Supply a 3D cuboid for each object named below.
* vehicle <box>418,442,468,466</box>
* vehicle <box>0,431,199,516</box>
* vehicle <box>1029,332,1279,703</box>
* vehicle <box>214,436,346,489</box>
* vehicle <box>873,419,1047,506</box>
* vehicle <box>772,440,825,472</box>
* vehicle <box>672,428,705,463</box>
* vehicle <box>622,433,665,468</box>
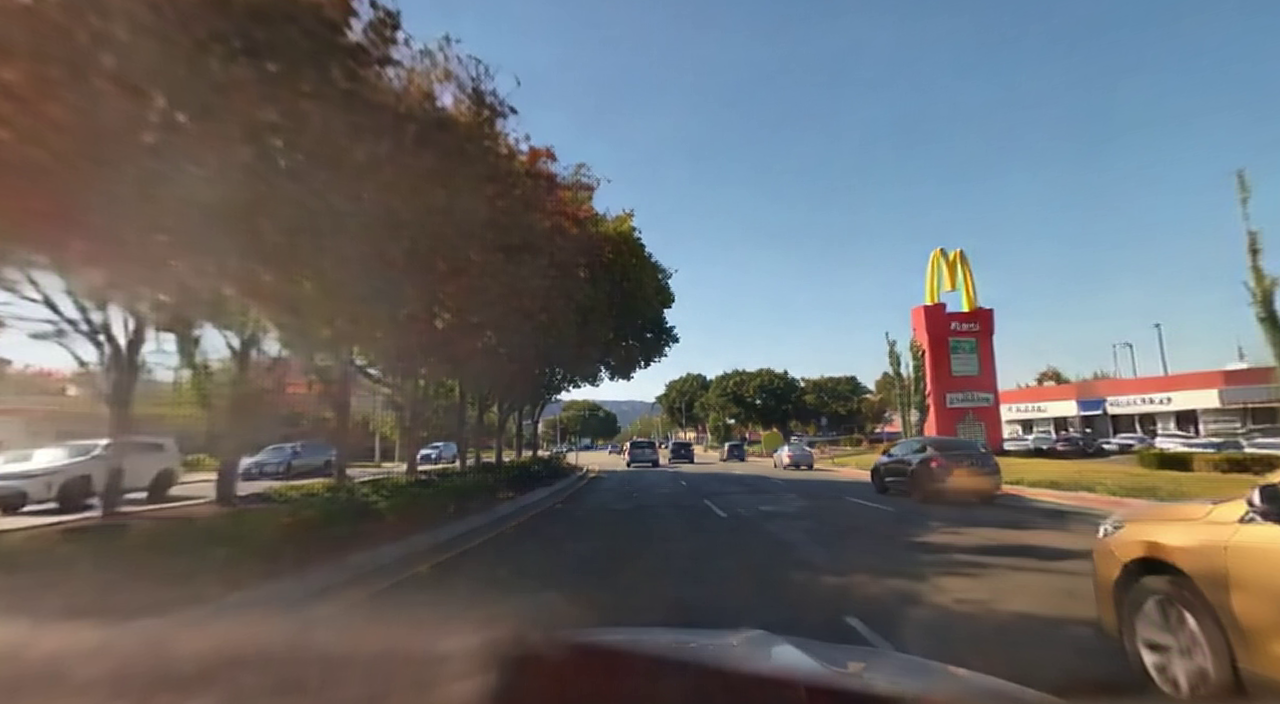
[{"bbox_3d":[-14.486,7.507,46.804,2.136,1.676,4.371,-1,-9,3],"label":"vehicle"},{"bbox_3d":[-14.287,3.038,16.370,2.242,1.836,4.811,0,-9,-1],"label":"vehicle"},{"bbox_3d":[3.542,0.682,1.780,2.076,1.716,4.416,0,-8,1],"label":"vehicle"},{"bbox_3d":[-13.994,4.316,25.022,2.159,1.836,5.038,0,-9,1],"label":"vehicle"},{"bbox_3d":[7.500,2.633,15.421,1.977,1.786,4.344,0,-9,1],"label":"vehicle"},{"bbox_3d":[8.108,5.341,32.616,1.879,1.517,4.006,-1,-9,3],"label":"vehicle"},{"bbox_3d":[3.767,7.359,49.697,2.239,2.586,4.586,0,-8,0],"label":"vehicle"},{"bbox_3d":[0.158,5.895,37.802,2.402,1.938,4.535,0,-9,0],"label":"vehicle"}]
